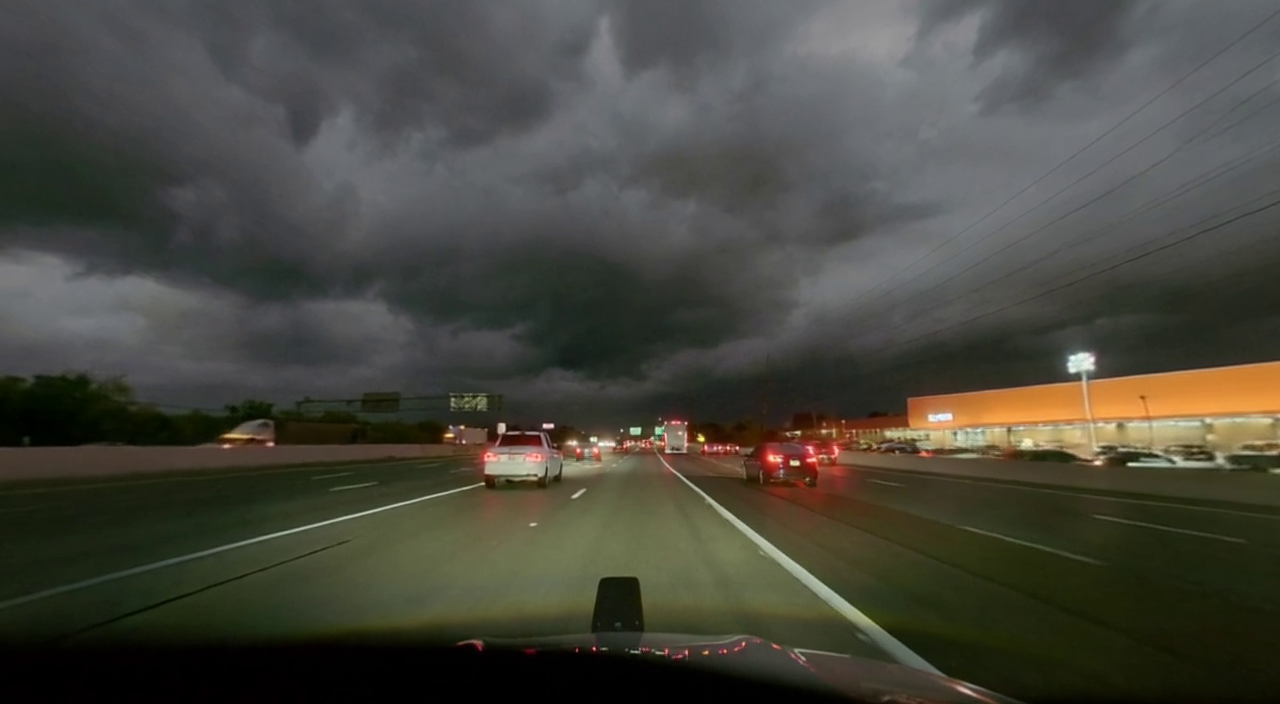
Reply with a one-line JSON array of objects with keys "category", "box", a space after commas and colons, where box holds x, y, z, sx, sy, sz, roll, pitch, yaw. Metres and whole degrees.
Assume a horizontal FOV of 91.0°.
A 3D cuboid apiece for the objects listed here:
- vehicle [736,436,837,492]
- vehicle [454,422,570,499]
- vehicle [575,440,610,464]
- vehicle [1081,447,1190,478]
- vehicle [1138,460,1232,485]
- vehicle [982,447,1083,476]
[{"category": "vehicle", "box": [4.349, 3.396, 19.429, 1.980, 1.501, 4.433, 0, -9, -1]}, {"category": "vehicle", "box": [-3.281, 2.899, 17.167, 2.130, 1.799, 4.583, 0, -9, 1]}, {"category": "vehicle", "box": [-3.117, 6.670, 42.087, 1.929, 1.521, 4.097, 0, -9, 1]}, {"category": "vehicle", "box": [35.545, 7.955, 45.308, 5.651, 1.888, 2.384, -3, -9, 1]}, {"category": "vehicle", "box": [35.659, 7.894, 41.262, 4.215, 1.501, 1.849, -1, -9, 6]}, {"category": "vehicle", "box": [29.099, 8.123, 46.858, 5.824, 2.108, 2.304, 0, -9, 2]}]
